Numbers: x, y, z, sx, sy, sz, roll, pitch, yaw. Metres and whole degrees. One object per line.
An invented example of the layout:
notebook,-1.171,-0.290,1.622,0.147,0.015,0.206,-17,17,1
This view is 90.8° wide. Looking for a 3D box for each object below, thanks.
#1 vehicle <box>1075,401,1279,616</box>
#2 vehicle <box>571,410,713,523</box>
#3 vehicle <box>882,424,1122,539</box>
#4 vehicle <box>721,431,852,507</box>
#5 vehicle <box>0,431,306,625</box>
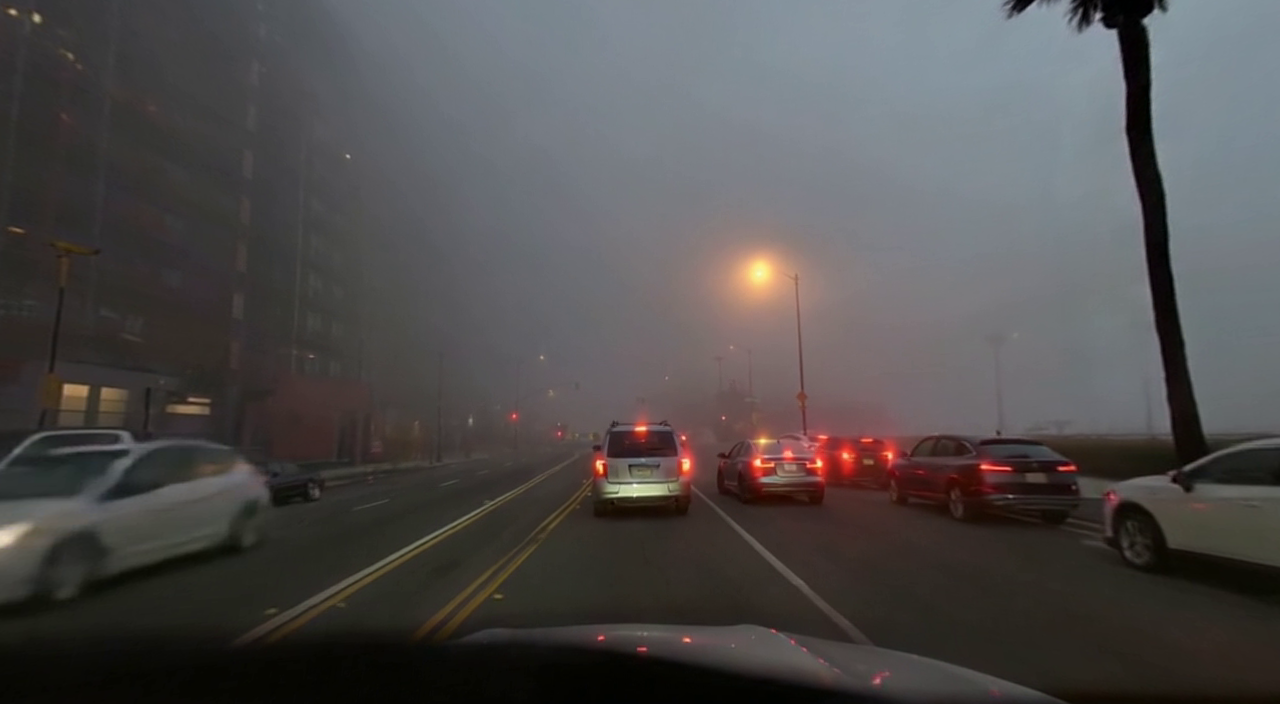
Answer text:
vehicle,6.346,1.336,5.445,1.886,1.792,4.525,0,-8,-1
vehicle,0.017,2.144,12.287,2.264,1.798,4.258,0,-8,0
vehicle,6.180,2.185,11.489,1.819,1.672,4.139,0,-7,-1
vehicle,3.154,2.616,14.537,1.999,1.487,3.939,0,-8,-1
vehicle,-5.953,1.692,7.124,2.020,1.486,4.363,0,-8,-1
